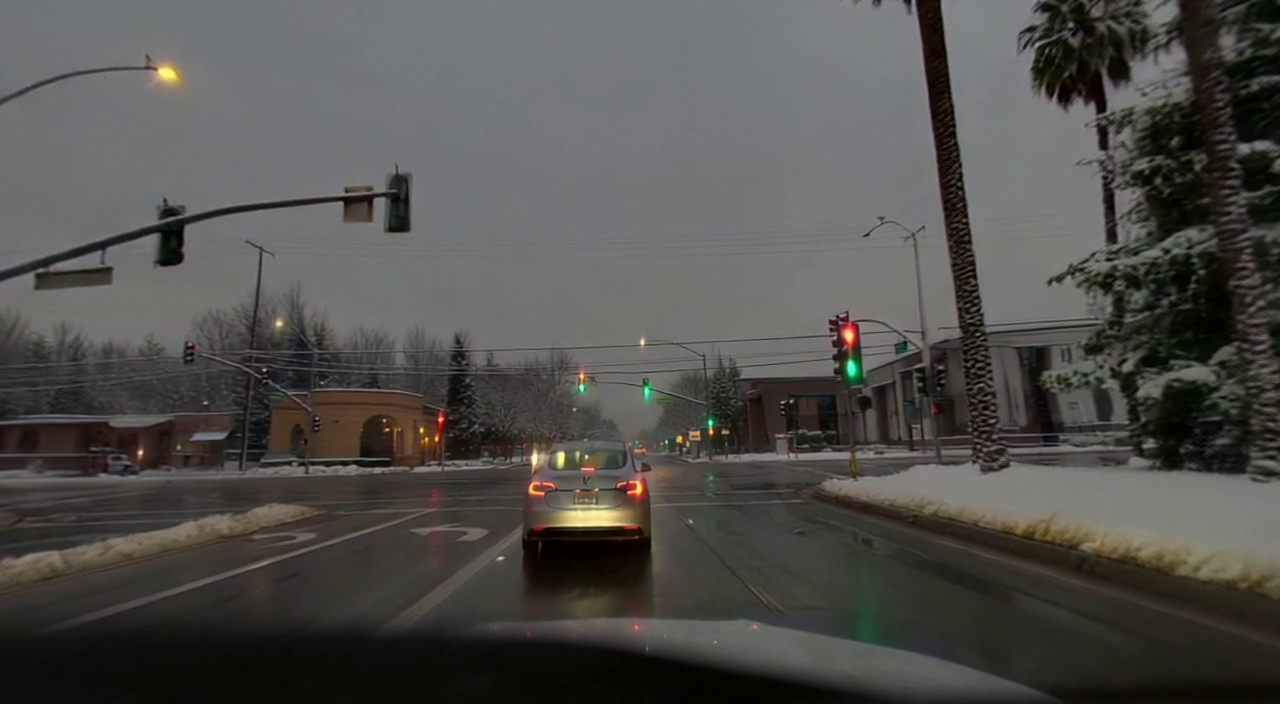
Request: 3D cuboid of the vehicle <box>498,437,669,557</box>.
[{"bbox_3d":[-0.760,2.155,10.167,2.152,1.478,4.229,0,-9,-1],"label":"vehicle"}]
